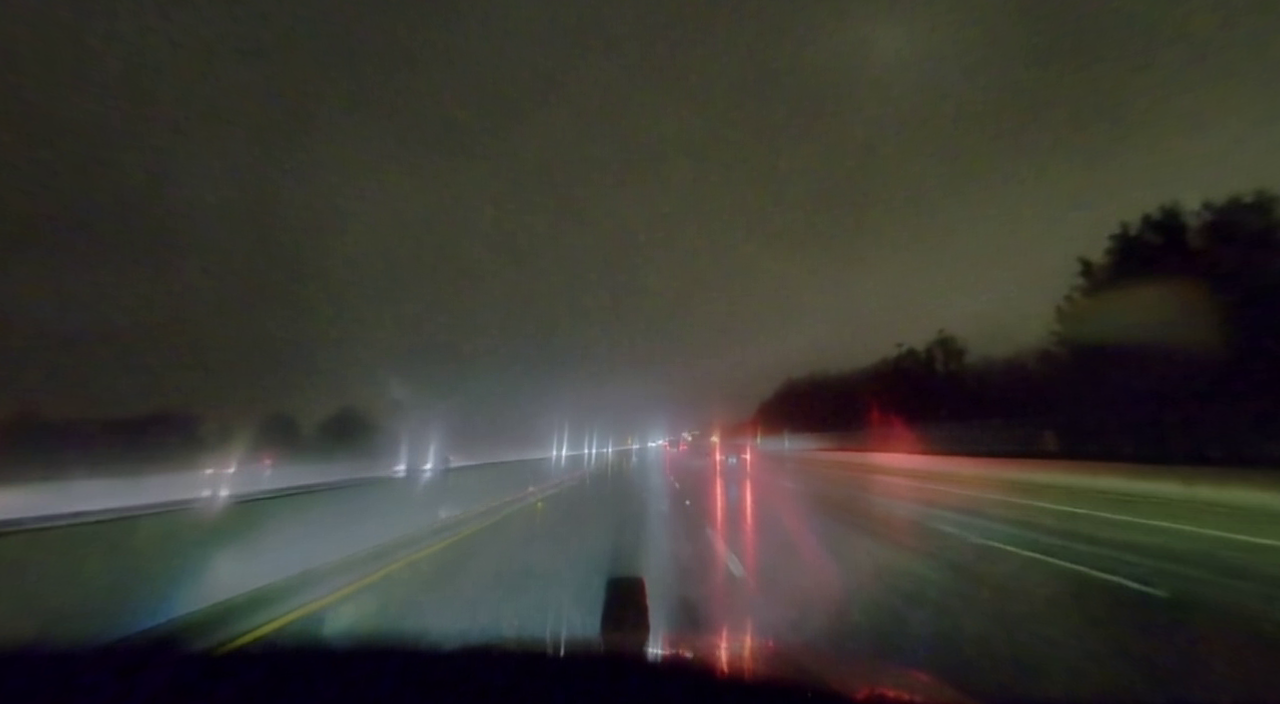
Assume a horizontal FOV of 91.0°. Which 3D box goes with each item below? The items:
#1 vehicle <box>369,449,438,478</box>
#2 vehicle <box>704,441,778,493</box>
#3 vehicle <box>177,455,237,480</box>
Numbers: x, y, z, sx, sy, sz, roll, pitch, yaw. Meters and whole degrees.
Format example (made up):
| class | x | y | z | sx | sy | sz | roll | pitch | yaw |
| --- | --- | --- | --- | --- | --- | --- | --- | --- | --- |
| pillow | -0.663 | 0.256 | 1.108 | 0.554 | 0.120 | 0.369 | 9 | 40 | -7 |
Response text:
| class | x | y | z | sx | sy | sz | roll | pitch | yaw |
| --- | --- | --- | --- | --- | --- | --- | --- | --- | --- |
| vehicle | -12.795 | 6.017 | 34.303 | 1.857 | 1.404 | 4.629 | 0 | -8 | 2 |
| vehicle | 3.020 | 3.482 | 19.471 | 1.683 | 1.400 | 3.868 | 0 | -8 | 1 |
| vehicle | -32.160 | 8.556 | 46.886 | 1.813 | 1.622 | 4.130 | 1 | -8 | -6 |
